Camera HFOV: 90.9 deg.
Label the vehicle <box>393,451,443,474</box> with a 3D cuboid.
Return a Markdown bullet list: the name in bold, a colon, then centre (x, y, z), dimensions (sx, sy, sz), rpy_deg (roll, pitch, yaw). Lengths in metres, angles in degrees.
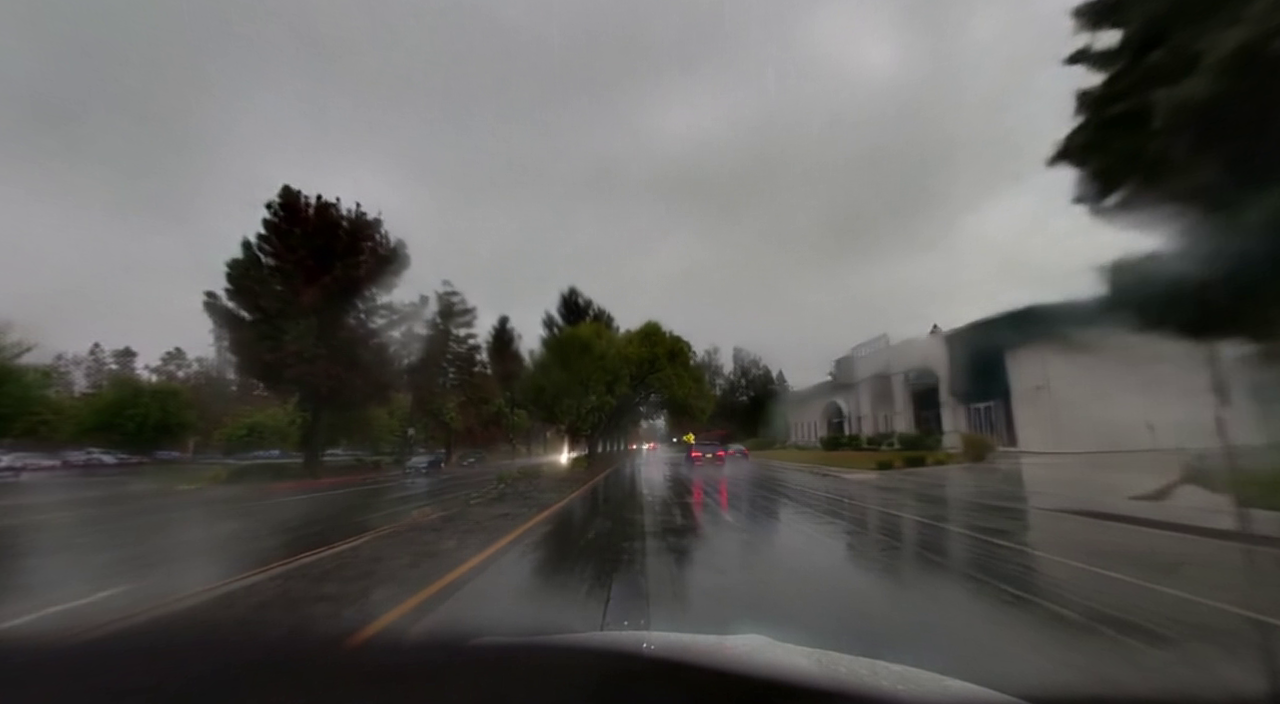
- **vehicle**: centre (-16.296, 8.106, 46.535), dimensions (2.009, 1.540, 4.849), rpy_deg (0, -9, 0)

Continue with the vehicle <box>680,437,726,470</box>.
- **vehicle**: centre (3.544, 5.783, 36.189), dimensions (2.143, 1.759, 4.378), rpy_deg (0, -9, -1)

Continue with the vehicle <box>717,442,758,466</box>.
- **vehicle**: centre (6.628, 7.008, 43.423), dimensions (2.100, 1.491, 4.563), rpy_deg (0, -9, 0)
